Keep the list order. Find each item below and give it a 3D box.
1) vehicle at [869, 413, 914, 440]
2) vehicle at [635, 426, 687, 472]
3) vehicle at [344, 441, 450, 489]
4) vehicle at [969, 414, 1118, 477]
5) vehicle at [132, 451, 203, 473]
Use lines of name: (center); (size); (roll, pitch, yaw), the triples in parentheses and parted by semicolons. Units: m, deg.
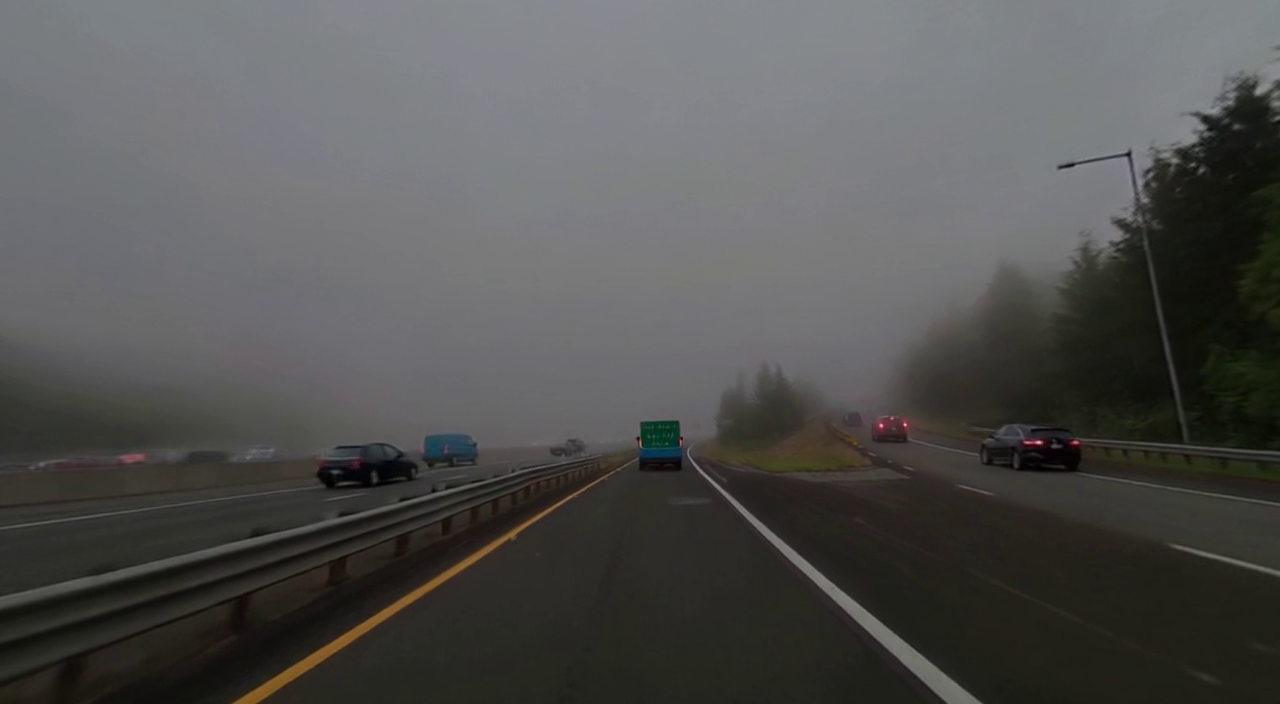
vehicle: (18.192, 5.462, 45.859); (2.167, 1.798, 4.838); (-2, -8, 12)
vehicle: (0.869, 4.174, 27.423); (2.043, 1.821, 4.558); (0, -8, 1)
vehicle: (-8.715, 4.049, 23.086); (1.896, 1.543, 4.429); (-1, -8, 3)
vehicle: (11.989, 2.810, 19.196); (2.098, 1.654, 4.637); (-2, -8, 10)
vehicle: (-33.309, 7.747, 44.610); (1.896, 1.433, 3.831); (-1, -8, 3)
